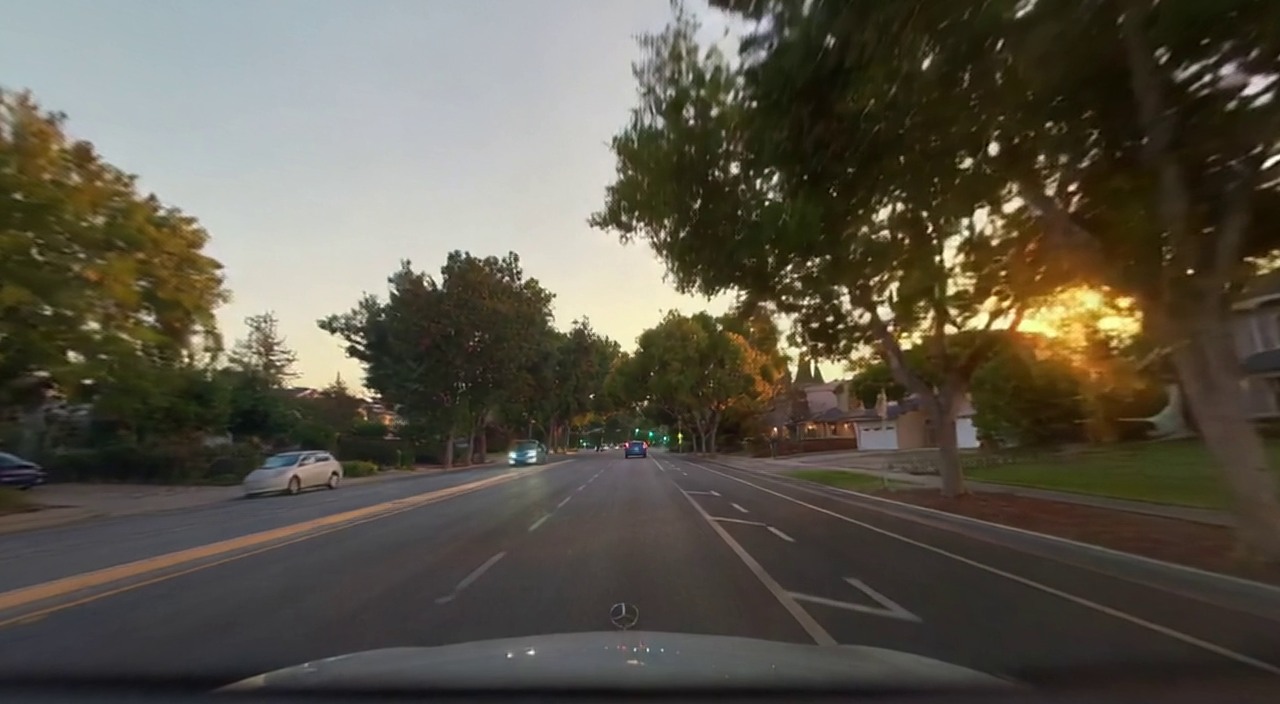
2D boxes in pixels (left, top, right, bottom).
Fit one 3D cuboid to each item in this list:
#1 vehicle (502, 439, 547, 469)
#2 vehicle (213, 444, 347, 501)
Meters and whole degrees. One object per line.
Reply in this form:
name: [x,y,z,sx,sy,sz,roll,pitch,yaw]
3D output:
vehicle: [-7.257,6.456,39.968,2.082,1.789,4.387,0,-8,0]
vehicle: [-12.329,4.105,21.984,2.098,1.740,4.449,0,-8,-1]
